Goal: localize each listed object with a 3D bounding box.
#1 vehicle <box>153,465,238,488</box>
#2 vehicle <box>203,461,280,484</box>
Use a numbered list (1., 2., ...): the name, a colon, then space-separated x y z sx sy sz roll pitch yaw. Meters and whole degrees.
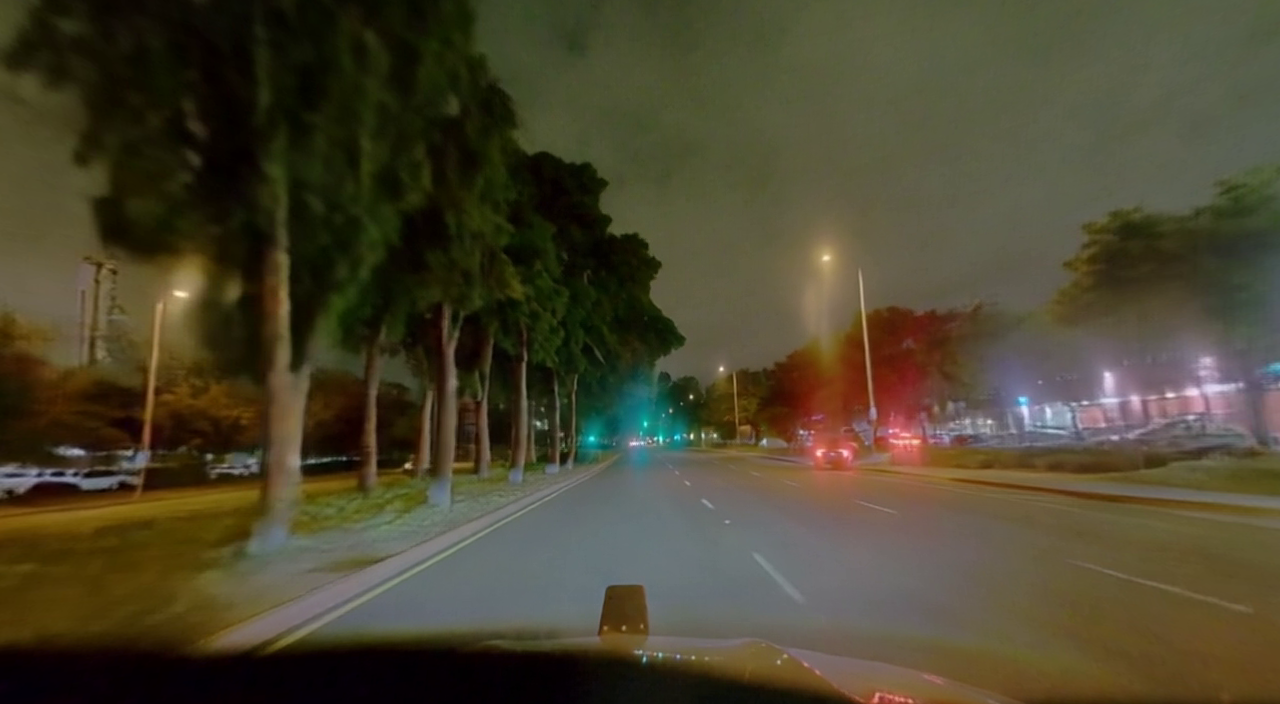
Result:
1. vehicle: -31.990 8.938 45.524 4.540 1.469 1.933 3 -9 -19
2. vehicle: -30.774 9.321 48.898 4.735 1.468 2.047 3 -9 -24
